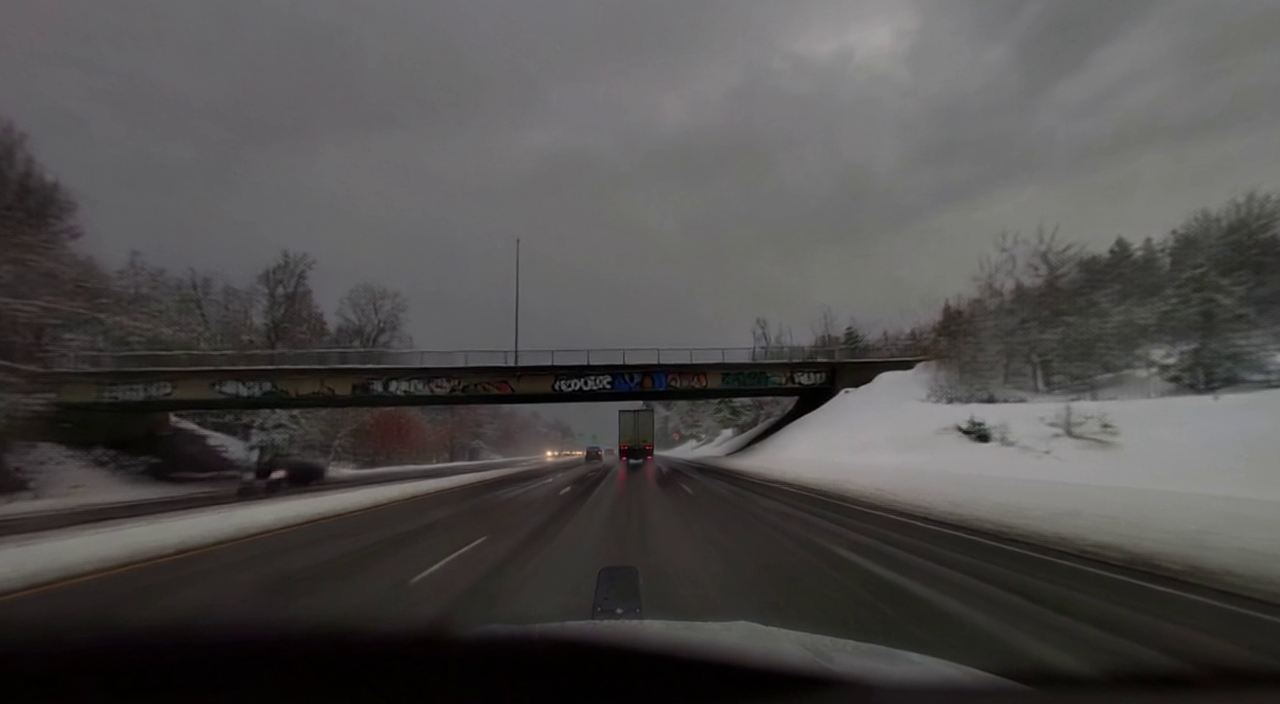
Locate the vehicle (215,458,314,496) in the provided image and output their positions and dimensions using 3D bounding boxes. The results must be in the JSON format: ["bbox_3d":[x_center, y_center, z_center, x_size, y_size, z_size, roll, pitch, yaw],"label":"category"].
[{"bbox_3d":[-17.661,5.873,29.777,1.856,1.594,4.581,0,-9,0],"label":"vehicle"}]
